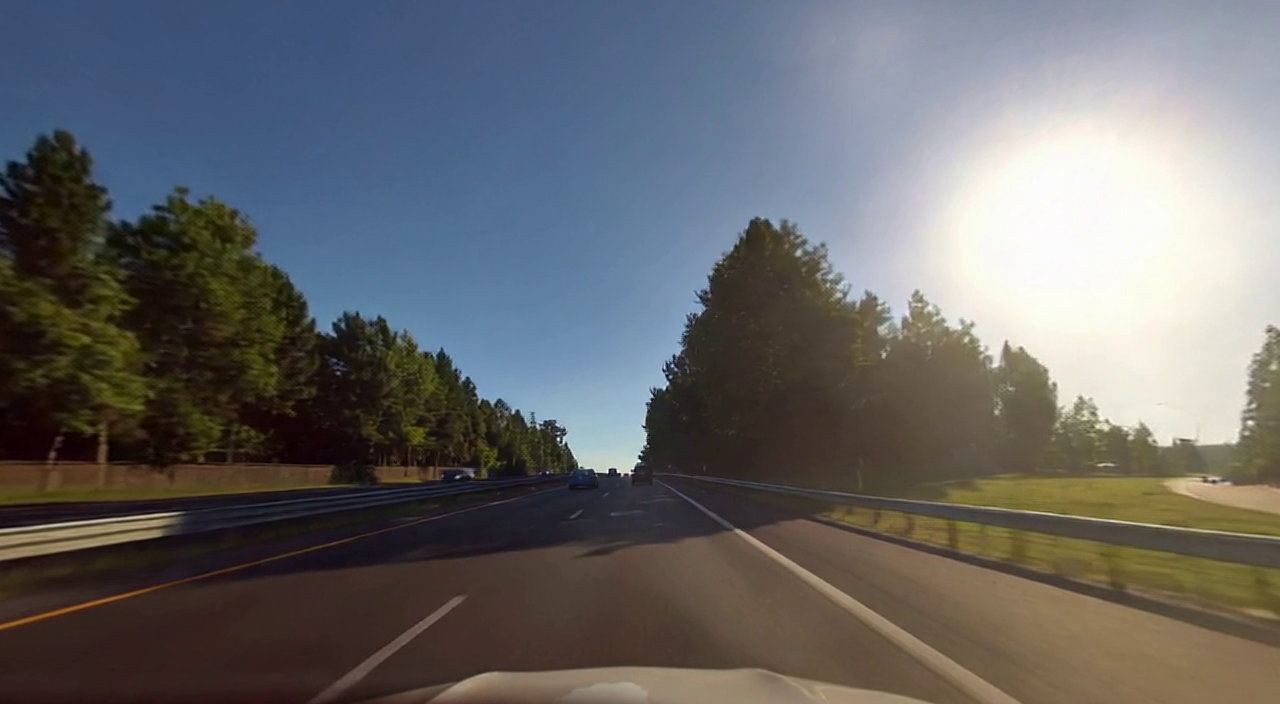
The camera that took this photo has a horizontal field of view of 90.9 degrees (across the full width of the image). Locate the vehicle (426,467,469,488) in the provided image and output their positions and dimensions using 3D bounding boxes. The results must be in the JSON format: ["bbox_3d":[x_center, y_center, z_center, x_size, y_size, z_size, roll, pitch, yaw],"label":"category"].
[{"bbox_3d":[-15.103,9.856,49.599,1.869,1.555,4.274,0,-11,2],"label":"vehicle"}]

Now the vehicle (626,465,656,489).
[{"bbox_3d":[0.101,8.999,45.444,2.065,1.596,3.869,1,-11,1],"label":"vehicle"}]

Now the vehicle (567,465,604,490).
[{"bbox_3d":[-3.527,8.251,41.492,2.047,1.523,4.279,1,-11,1],"label":"vehicle"}]
